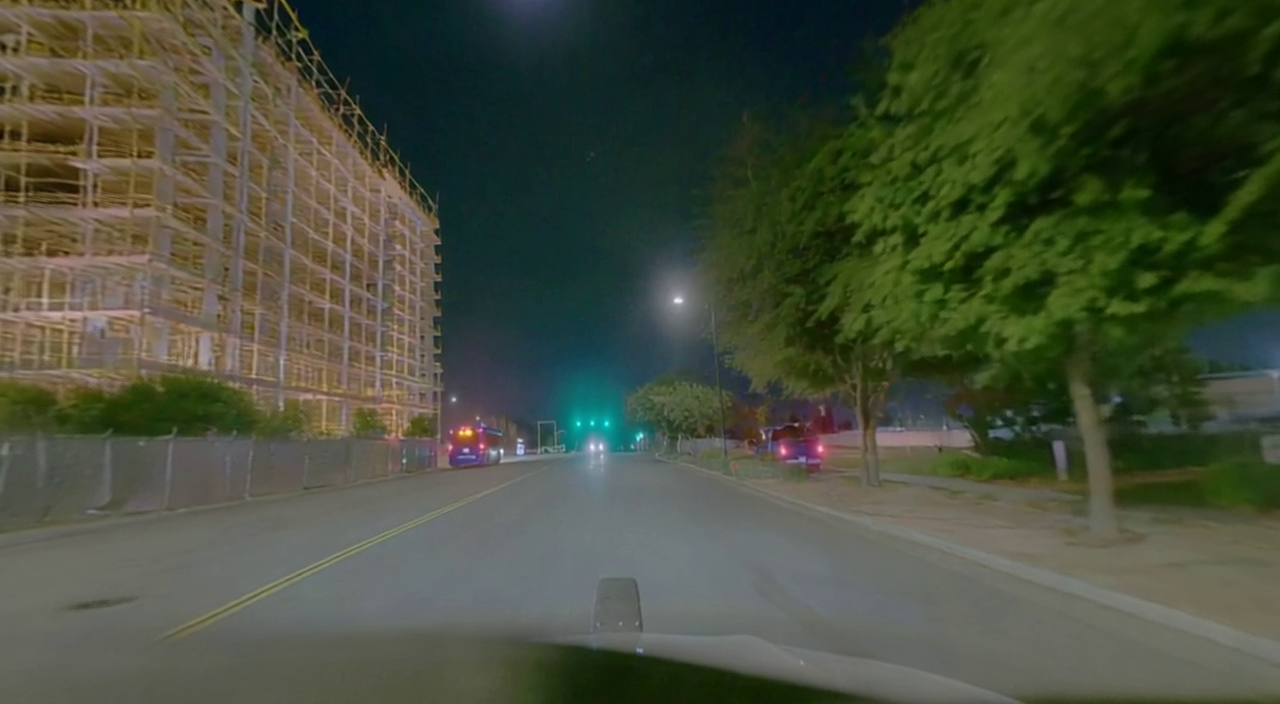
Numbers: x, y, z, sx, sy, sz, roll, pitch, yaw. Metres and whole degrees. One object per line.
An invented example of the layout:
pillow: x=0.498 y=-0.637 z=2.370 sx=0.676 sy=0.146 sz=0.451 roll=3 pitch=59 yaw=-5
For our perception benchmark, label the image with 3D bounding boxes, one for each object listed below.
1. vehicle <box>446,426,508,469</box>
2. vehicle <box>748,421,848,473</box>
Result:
vehicle: x=-11.735 y=6.944 z=45.992 sx=2.979 sy=2.803 sz=5.962 roll=-1 pitch=-8 yaw=-1
vehicle: x=6.364 y=3.969 z=26.411 sx=2.267 sy=1.911 sz=5.816 roll=1 pitch=-9 yaw=-5
